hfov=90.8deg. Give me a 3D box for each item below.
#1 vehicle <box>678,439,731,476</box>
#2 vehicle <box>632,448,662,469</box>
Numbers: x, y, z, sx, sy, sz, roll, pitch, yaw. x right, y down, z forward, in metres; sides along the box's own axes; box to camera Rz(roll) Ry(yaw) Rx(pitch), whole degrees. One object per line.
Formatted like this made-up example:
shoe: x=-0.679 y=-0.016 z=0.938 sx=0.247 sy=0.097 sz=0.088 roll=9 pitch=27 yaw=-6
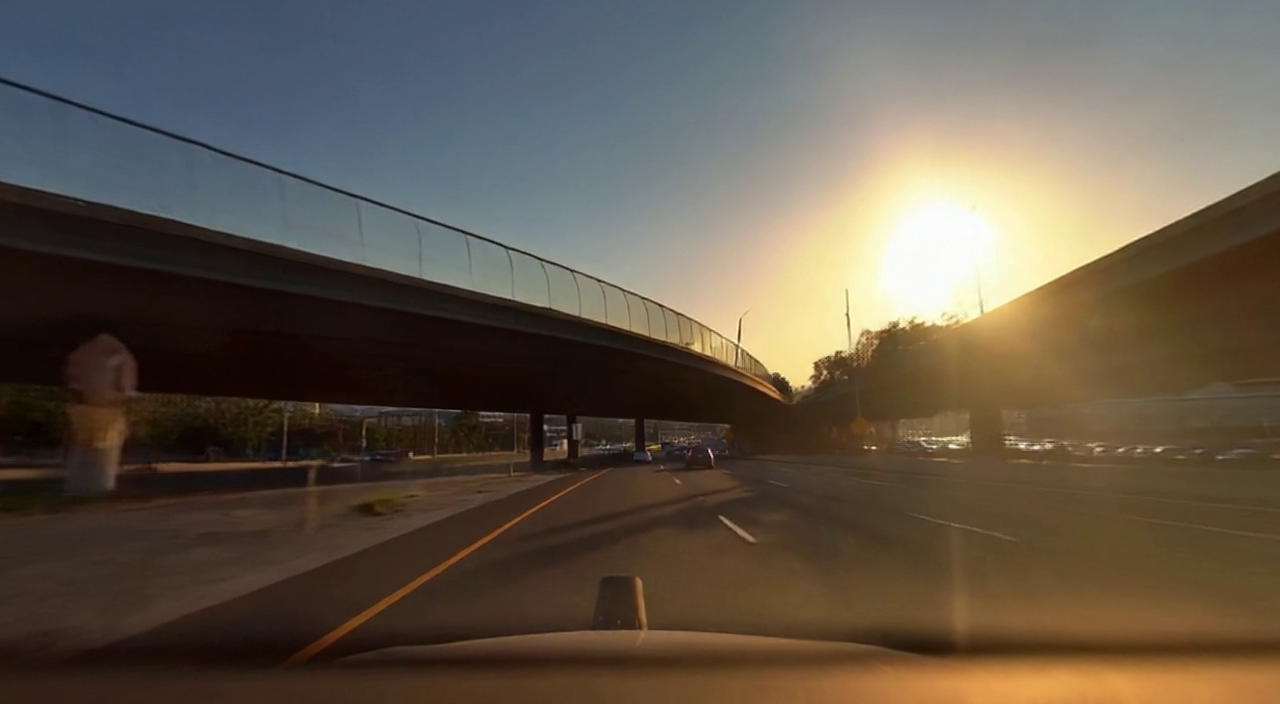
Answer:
vehicle: x=3.349 y=5.569 z=33.591 sx=2.226 sy=1.779 sz=4.835 roll=0 pitch=-9 yaw=-1
vehicle: x=0.538 y=7.759 z=46.217 sx=2.046 sy=1.475 sz=3.784 roll=0 pitch=-9 yaw=1
